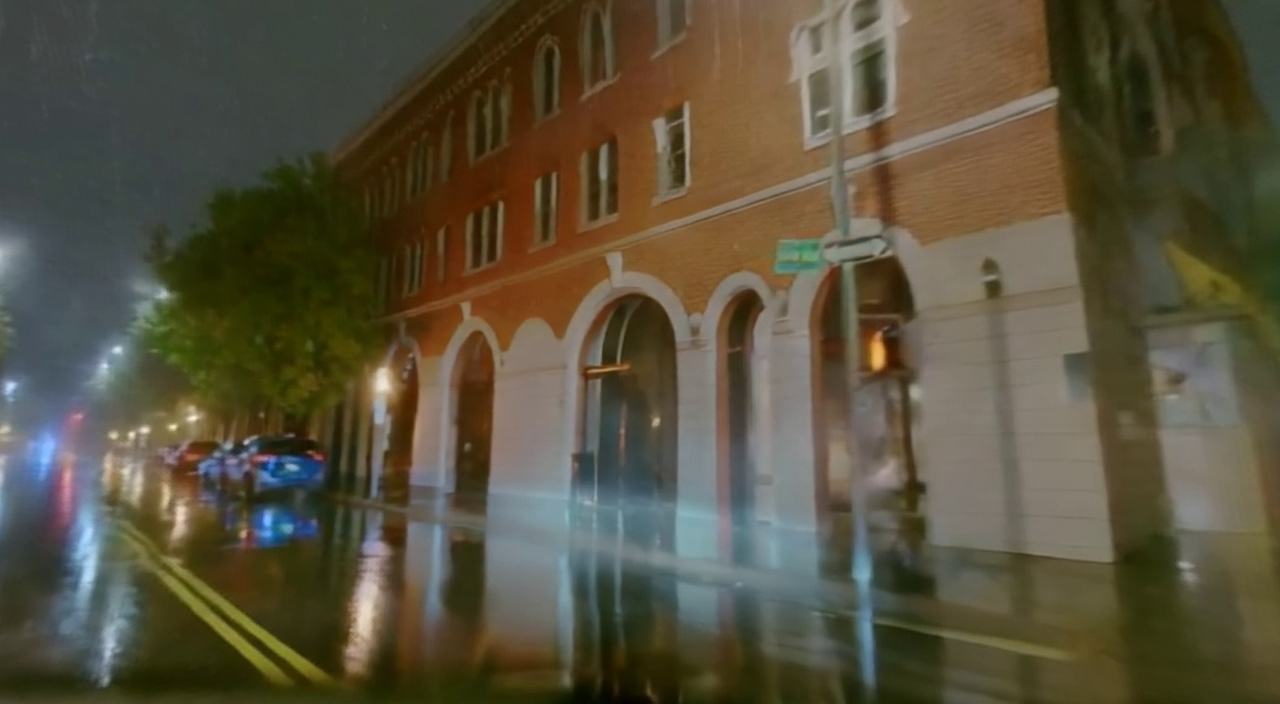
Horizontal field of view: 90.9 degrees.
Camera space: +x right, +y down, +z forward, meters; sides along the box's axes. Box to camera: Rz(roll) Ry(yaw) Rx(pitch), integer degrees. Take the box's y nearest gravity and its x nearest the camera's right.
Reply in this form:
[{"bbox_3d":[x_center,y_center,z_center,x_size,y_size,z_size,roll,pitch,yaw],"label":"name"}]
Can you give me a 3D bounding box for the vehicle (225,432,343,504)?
[{"bbox_3d":[-10.495,3.311,18.423,1.953,1.804,4.518,7,-11,-41],"label":"vehicle"}]
